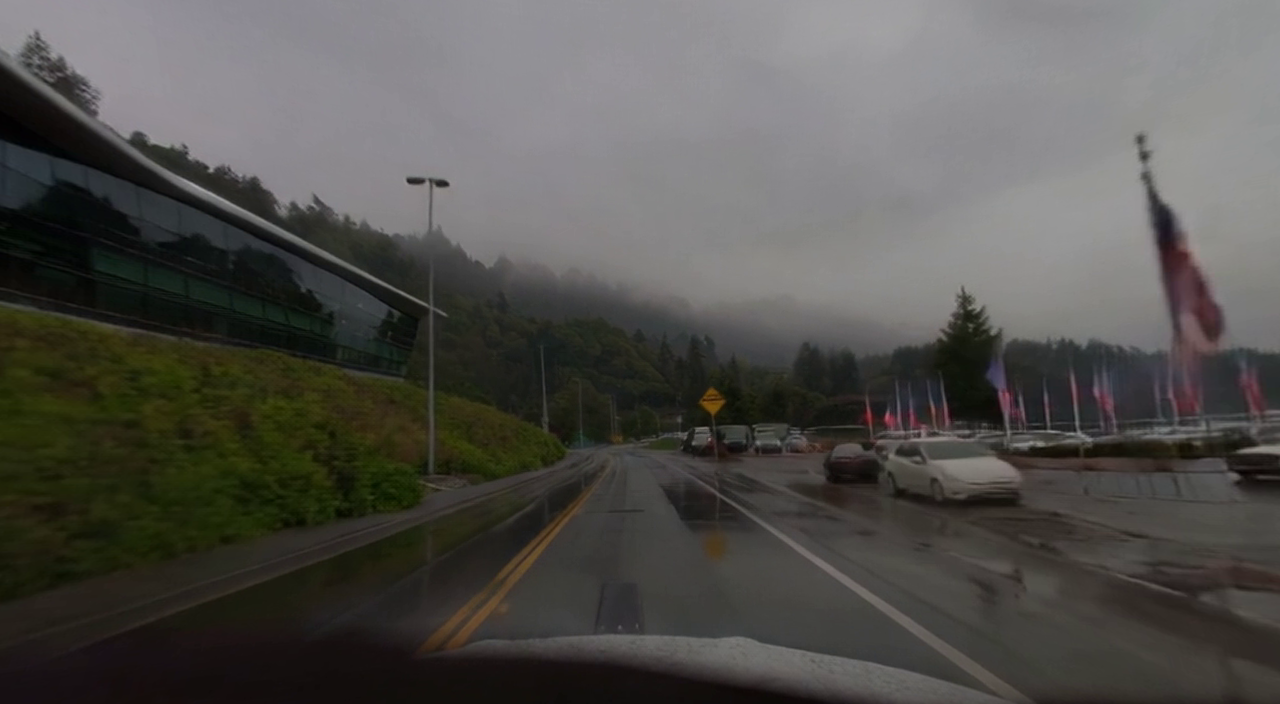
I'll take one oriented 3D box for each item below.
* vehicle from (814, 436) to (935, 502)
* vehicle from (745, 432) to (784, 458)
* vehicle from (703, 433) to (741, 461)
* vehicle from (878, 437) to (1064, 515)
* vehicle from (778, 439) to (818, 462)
[{"bbox_3d":[6.986,3.463,19.276,1.961,1.648,4.260,-2,-7,-1],"label":"vehicle"},{"bbox_3d":[8.555,6.477,43.613,1.924,1.713,4.627,-1,-9,2],"label":"vehicle"},{"bbox_3d":[5.754,6.757,44.509,1.977,1.860,4.237,0,-9,-2],"label":"vehicle"},{"bbox_3d":[7.303,2.752,14.445,1.909,1.496,4.079,0,-9,-2],"label":"vehicle"},{"bbox_3d":[11.050,6.888,44.105,1.819,1.494,3.834,0,-9,0],"label":"vehicle"}]
